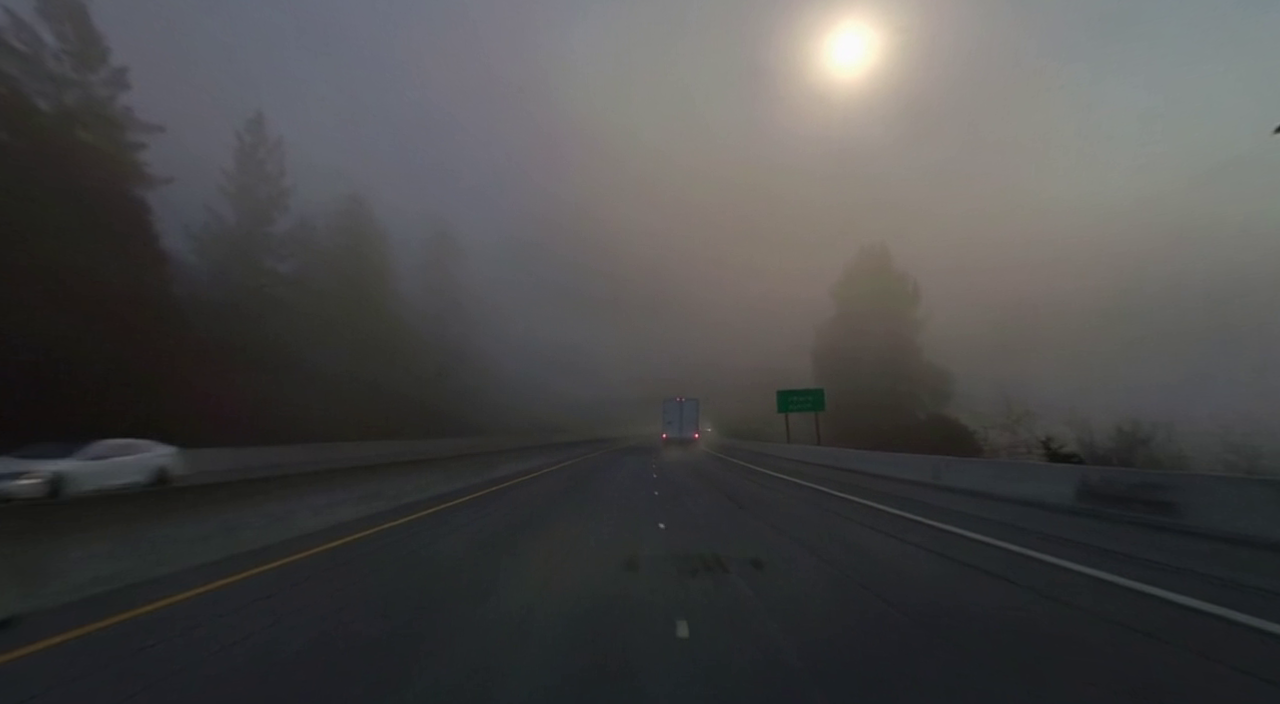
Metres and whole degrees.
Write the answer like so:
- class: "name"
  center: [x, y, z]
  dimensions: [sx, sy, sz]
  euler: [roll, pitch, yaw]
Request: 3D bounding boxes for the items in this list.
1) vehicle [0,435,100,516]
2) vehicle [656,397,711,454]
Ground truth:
- class: "vehicle"
  center: [-14.251, 2.552, 13.072]
  dimensions: [2.112, 1.654, 4.481]
  euler: [0, -8, 0]
- class: "vehicle"
  center: [2.926, 5.357, 45.265]
  dimensions: [3.200, 3.651, 8.416]
  euler: [0, -8, -1]
